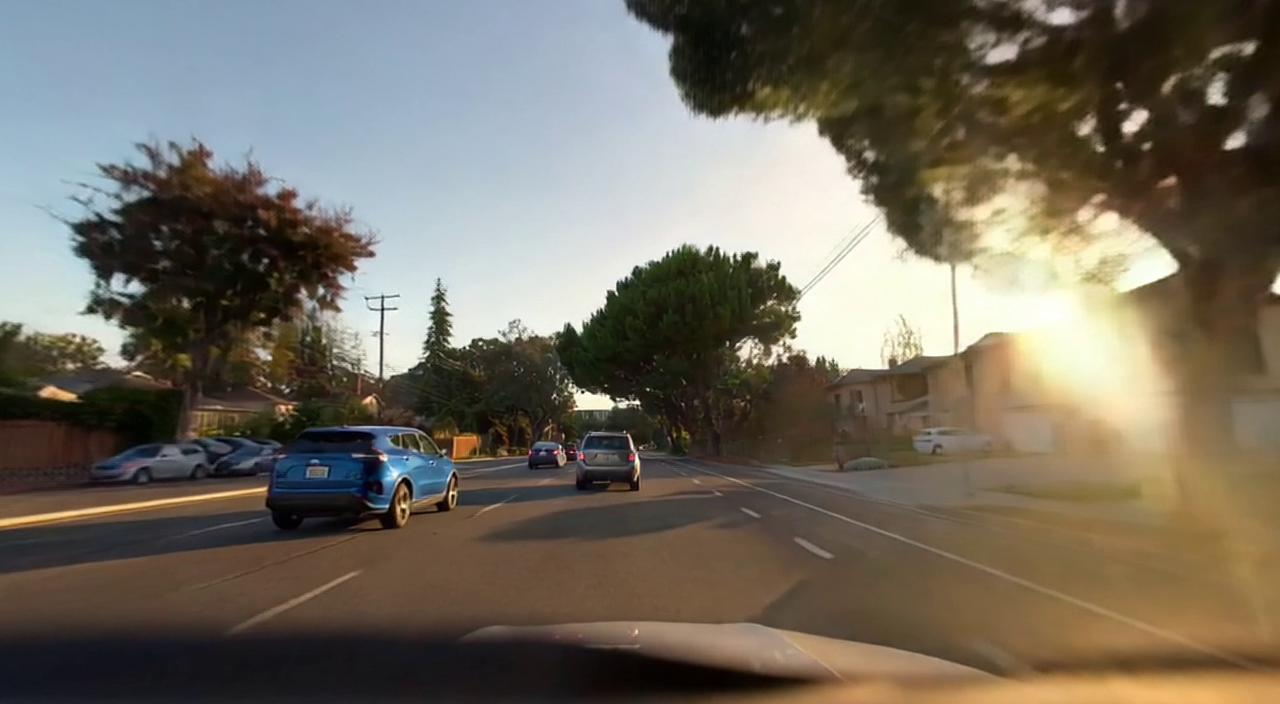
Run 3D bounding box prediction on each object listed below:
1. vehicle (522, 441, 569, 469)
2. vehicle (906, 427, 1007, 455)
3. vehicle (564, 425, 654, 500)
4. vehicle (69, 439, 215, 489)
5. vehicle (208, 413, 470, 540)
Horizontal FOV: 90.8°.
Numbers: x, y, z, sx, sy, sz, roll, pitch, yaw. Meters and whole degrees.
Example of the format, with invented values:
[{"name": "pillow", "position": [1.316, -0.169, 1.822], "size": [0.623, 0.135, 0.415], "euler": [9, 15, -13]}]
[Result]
[{"name": "vehicle", "position": [-5.376, 5.903, 36.564], "size": [2.014, 1.493, 4.658], "euler": [0, -8, 0]}, {"name": "vehicle", "position": [17.259, 4.878, 34.615], "size": [4.500, 1.442, 1.930], "euler": [0, -8, 3]}, {"name": "vehicle", "position": [-0.770, 2.941, 17.191], "size": [2.131, 1.761, 4.242], "euler": [0, -8, -1]}, {"name": "vehicle", "position": [-19.310, 4.318, 24.829], "size": [1.971, 1.759, 4.631], "euler": [0, -8, -1]}, {"name": "vehicle", "position": [-4.761, 2.035, 11.037], "size": [2.243, 1.722, 4.621], "euler": [0, -8, 0]}]
